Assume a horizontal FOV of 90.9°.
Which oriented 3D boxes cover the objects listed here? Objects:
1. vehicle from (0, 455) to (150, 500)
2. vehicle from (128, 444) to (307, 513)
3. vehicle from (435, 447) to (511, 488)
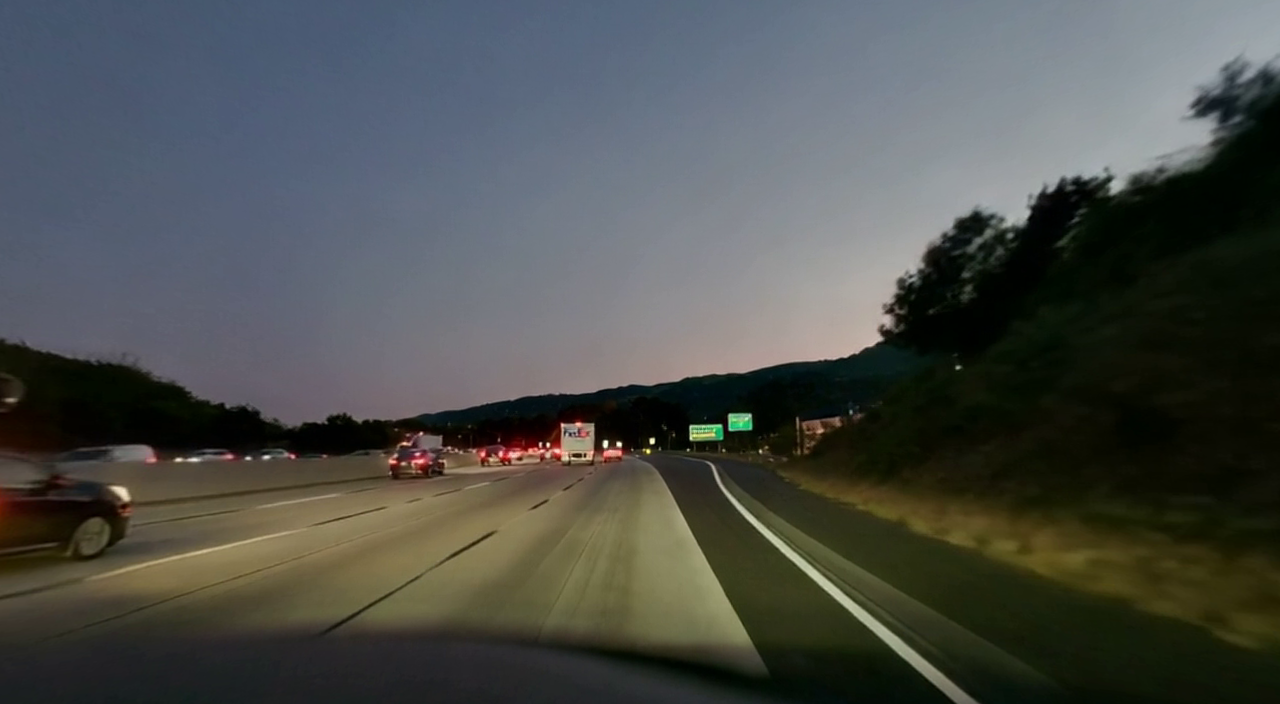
[{"bbox_3d":[-21.443,4.710,24.141,1.845,1.464,4.386,0,-8,0],"label":"vehicle"},{"bbox_3d":[-11.645,3.449,17.857,1.931,1.692,4.443,0,-8,1],"label":"vehicle"},{"bbox_3d":[-7.789,5.423,29.929,2.294,1.710,4.436,1,-8,1],"label":"vehicle"}]
